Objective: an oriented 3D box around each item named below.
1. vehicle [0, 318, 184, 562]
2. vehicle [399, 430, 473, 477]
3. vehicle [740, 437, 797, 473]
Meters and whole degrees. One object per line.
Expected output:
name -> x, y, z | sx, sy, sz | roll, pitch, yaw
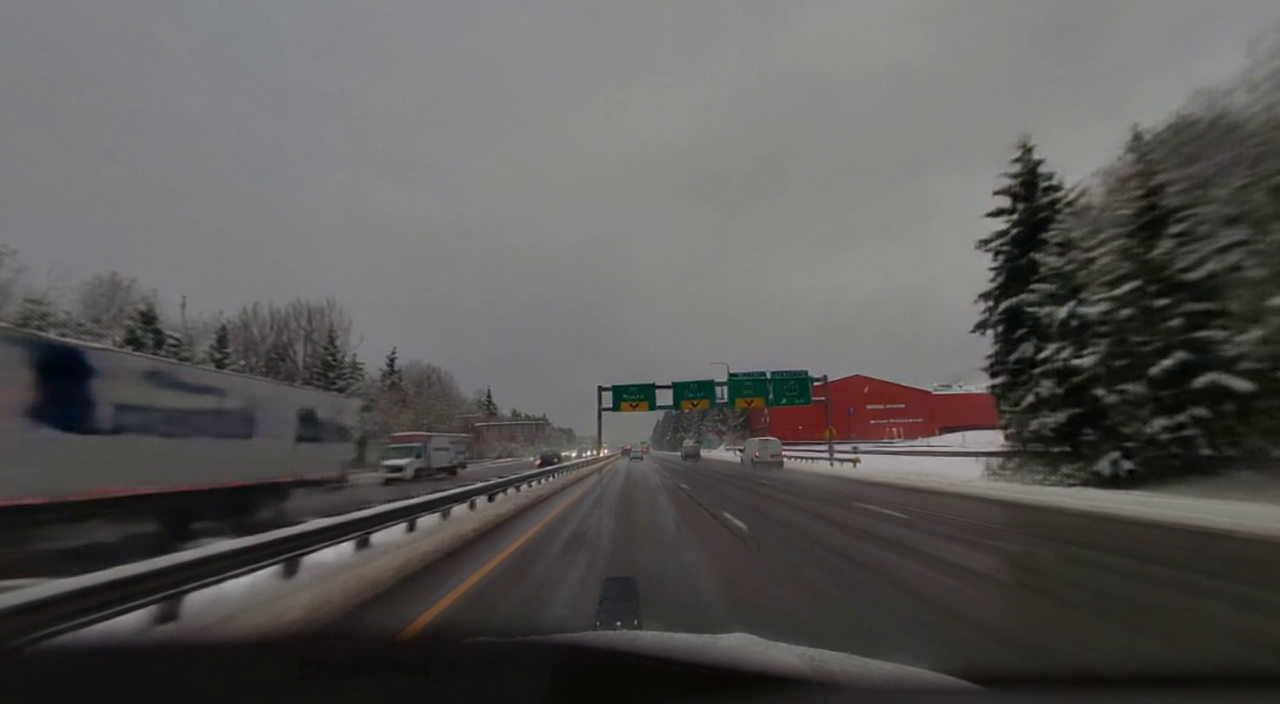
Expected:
vehicle -> -12.080, 1.623, 11.405 | 2.959, 3.982, 5.948 | 0, -9, 0
vehicle -> -15.906, 8.025, 49.831 | 2.796, 3.307, 8.869 | 0, -9, 0
vehicle -> 7.449, 6.021, 36.939 | 2.156, 1.943, 5.010 | 0, -9, -1
